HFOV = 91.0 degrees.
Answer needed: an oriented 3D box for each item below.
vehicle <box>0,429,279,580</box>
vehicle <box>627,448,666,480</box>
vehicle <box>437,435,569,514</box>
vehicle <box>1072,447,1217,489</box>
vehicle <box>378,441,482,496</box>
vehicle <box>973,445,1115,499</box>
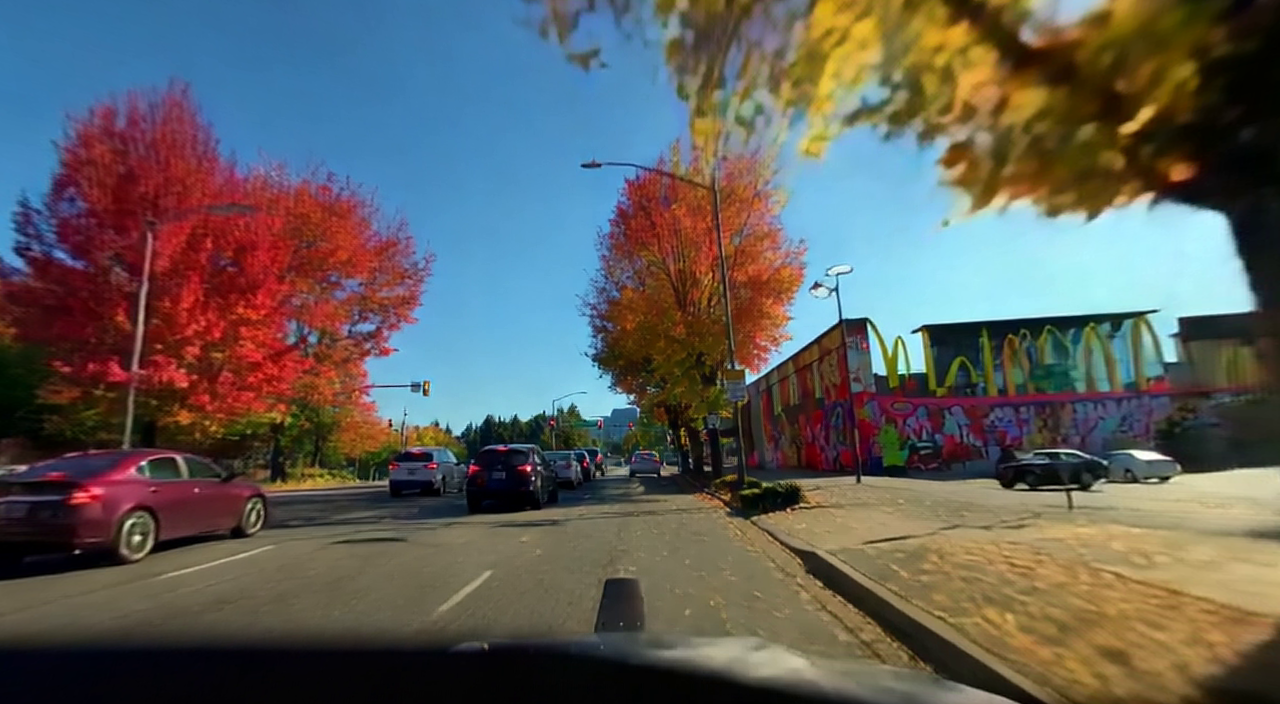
[{"bbox_3d":[-7.406,1.965,8.950,1.932,1.596,4.247,0,-9,1],"label":"vehicle"},{"bbox_3d":[0.389,6.394,36.314,2.144,1.704,4.028,0,-9,1],"label":"vehicle"},{"bbox_3d":[-3.187,2.983,15.792,2.165,1.663,4.513,0,-9,1],"label":"vehicle"},{"bbox_3d":[19.791,4.541,25.039,1.938,1.490,4.750,0,-9,2],"label":"vehicle"},{"bbox_3d":[-7.295,4.086,22.482,2.069,1.719,4.441,0,-9,1],"label":"vehicle"},{"bbox_3d":[14.159,4.199,22.463,1.963,1.703,4.447,1,-9,-3],"label":"vehicle"}]
